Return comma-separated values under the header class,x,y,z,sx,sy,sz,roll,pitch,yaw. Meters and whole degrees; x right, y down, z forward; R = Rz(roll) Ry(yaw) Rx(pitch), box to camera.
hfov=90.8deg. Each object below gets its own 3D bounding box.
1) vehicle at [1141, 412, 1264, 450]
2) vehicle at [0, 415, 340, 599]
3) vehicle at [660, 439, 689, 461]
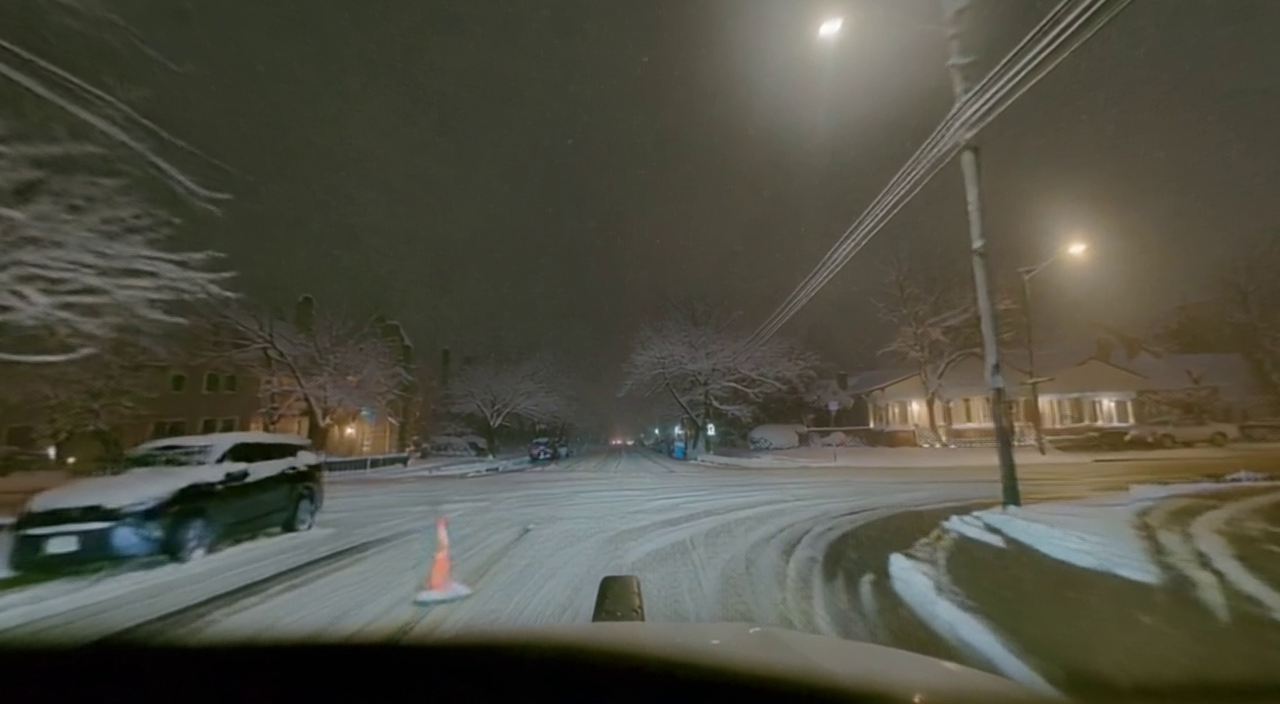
class,x,y,z,sx,sy,sz,roll,pitch,yaw
vehicle,29.691,4.143,33.596,1.923,1.805,4.876,-2,-6,-1
vehicle,-6.158,1.907,8.979,2.087,1.835,4.445,-2,-7,-7
vehicle,2.684,7.716,49.880,1.896,1.602,4.571,0,-8,-1
